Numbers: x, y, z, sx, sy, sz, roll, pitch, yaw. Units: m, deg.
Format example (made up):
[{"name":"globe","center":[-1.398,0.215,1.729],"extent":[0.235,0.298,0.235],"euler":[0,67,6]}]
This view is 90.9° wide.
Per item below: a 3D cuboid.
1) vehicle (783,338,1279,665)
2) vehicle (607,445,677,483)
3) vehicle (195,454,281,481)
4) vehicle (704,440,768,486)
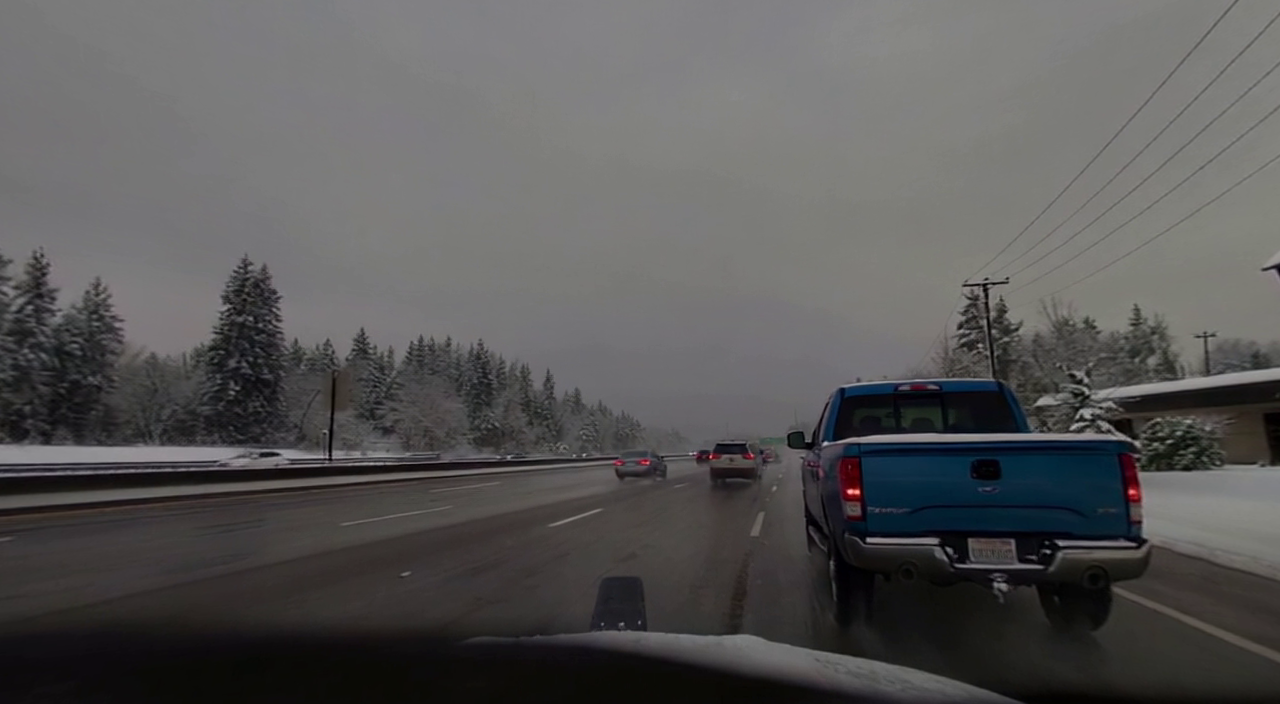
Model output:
[{"name":"vehicle","center":[3.423,1.471,7.761],"extent":[3.024,2.092,6.797],"euler":[-2,-9,14]},{"name":"vehicle","center":[0.197,4.865,27.714],"extent":[2.119,1.478,4.644],"euler":[-2,-8,13]},{"name":"vehicle","center":[-25.146,7.204,39.639],"extent":[1.916,1.539,4.328],"euler":[-2,-9,13]},{"name":"vehicle","center":[3.974,4.432,25.600],"extent":[2.080,1.682,4.150],"euler":[-2,-9,14]}]
